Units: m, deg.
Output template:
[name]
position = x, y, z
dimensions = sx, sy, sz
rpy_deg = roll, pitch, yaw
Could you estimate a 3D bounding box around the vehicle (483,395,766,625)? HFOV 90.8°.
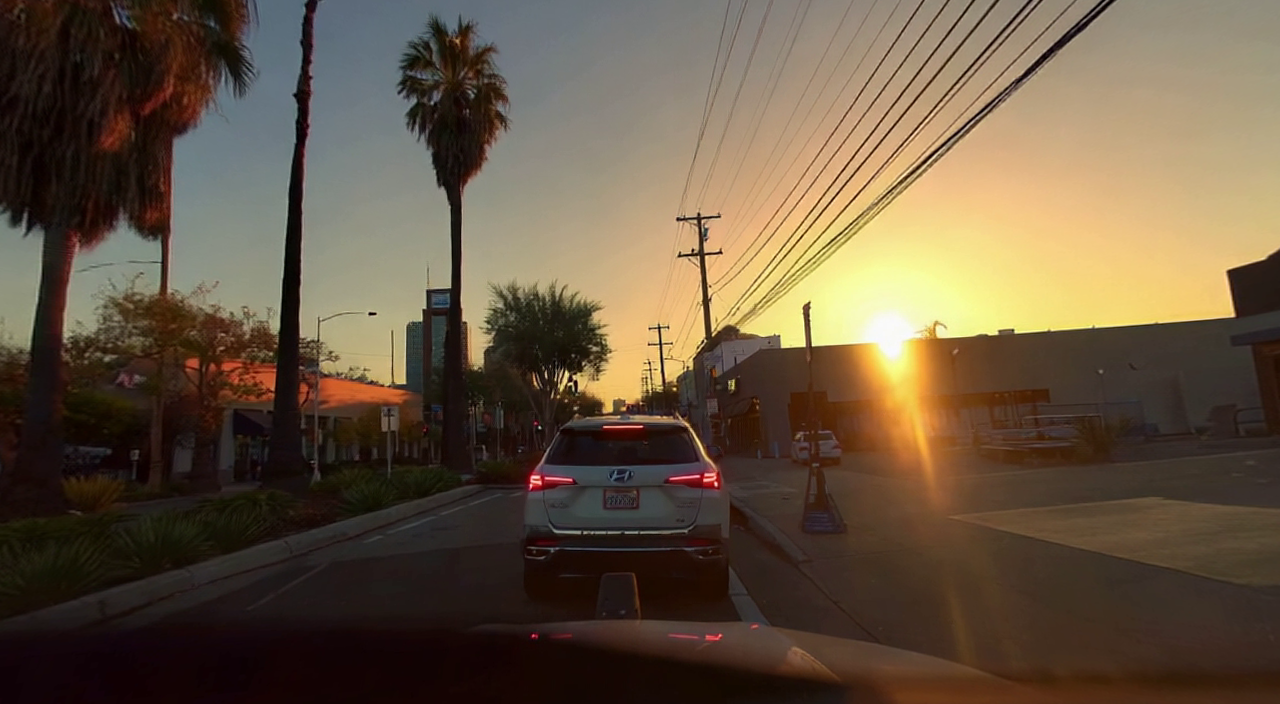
[vehicle]
position = -0.200, 1.449, 6.683
dimensions = 2.105, 1.702, 3.750
rpy_deg = 0, -8, -3
